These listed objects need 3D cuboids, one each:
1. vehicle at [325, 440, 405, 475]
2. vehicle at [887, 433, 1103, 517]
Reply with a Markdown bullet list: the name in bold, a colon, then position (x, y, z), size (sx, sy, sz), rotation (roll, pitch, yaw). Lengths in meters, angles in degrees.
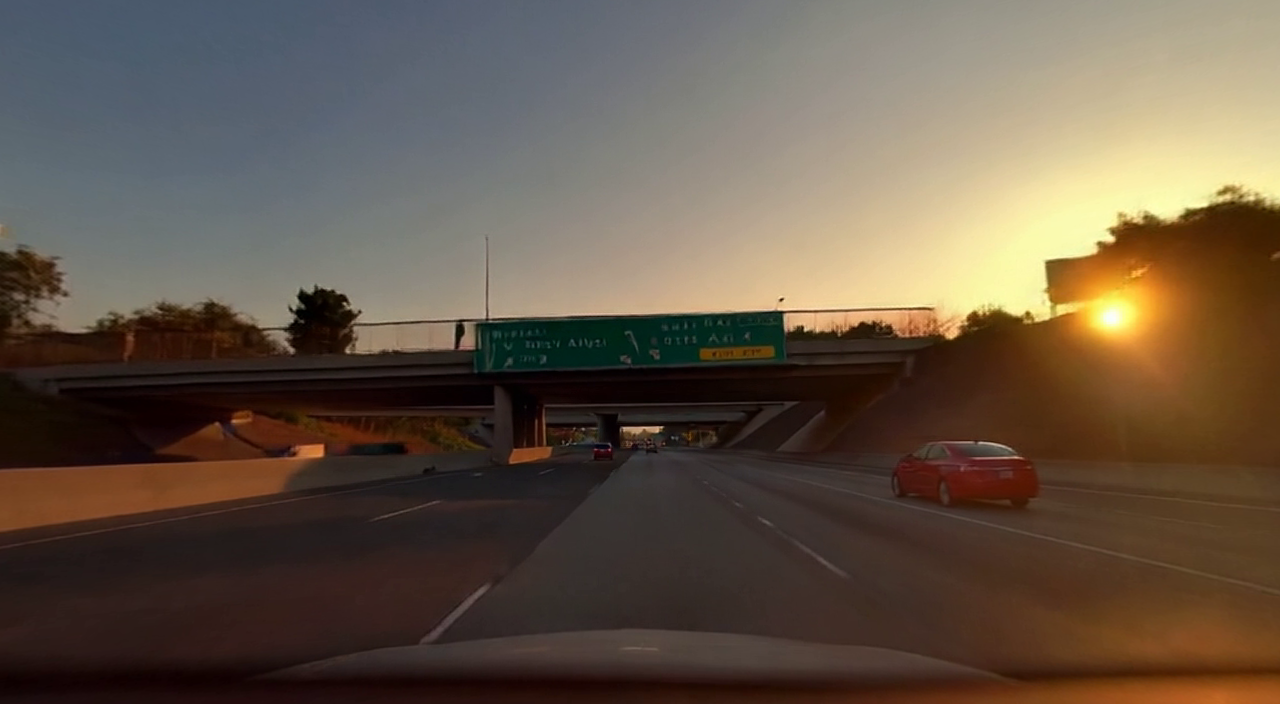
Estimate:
- **vehicle**: position (-13.021, 5.013, 30.158), size (1.858, 1.535, 4.320), rotation (0, -8, 0)
- **vehicle**: position (7.193, 2.525, 13.493), size (1.914, 1.465, 4.574), rotation (0, -8, 0)
